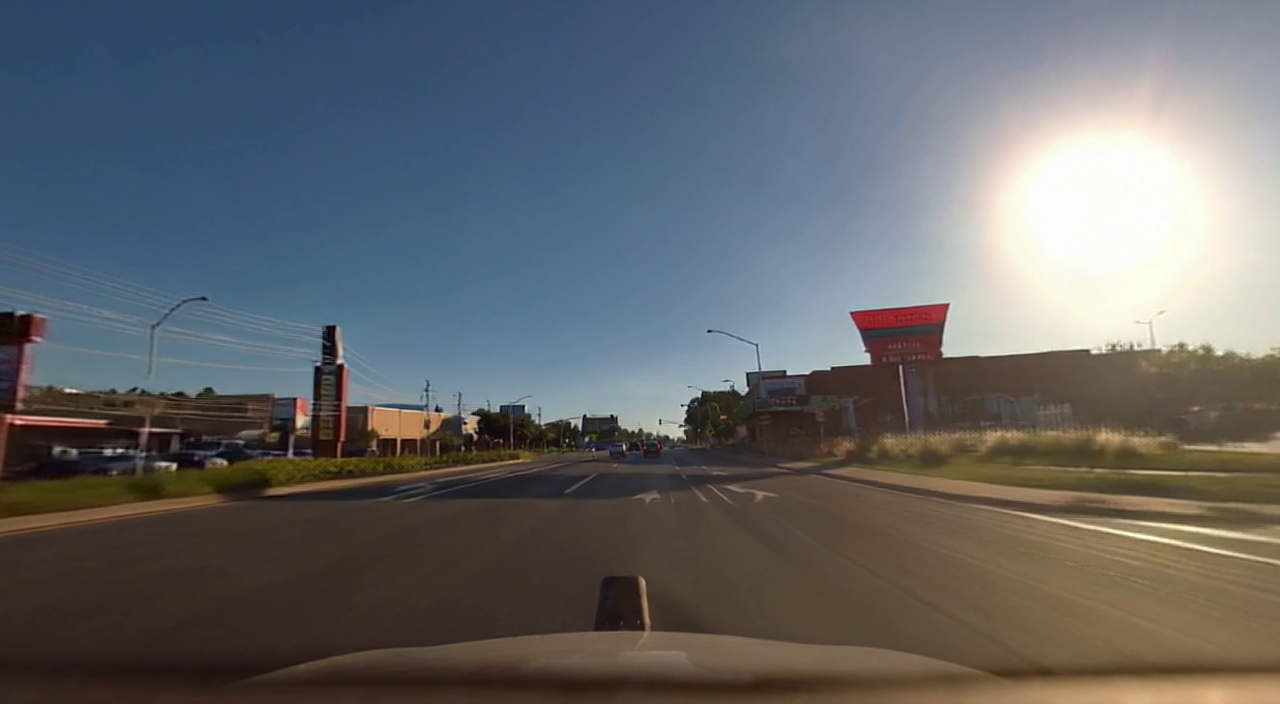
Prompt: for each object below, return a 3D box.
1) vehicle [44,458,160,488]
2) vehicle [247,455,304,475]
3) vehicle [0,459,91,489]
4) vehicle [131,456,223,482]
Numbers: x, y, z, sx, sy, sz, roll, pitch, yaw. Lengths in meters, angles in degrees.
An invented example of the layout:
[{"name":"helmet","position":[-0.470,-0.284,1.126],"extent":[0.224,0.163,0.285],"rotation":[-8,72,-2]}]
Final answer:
[{"name":"vehicle","position":[-29.319,6.597,34.700],"extent":[1.920,1.442,4.998],"rotation":[-1,-9,2]},{"name":"vehicle","position":[-28.692,8.888,49.913],"extent":[1.882,1.401,4.476],"rotation":[0,-9,-1]},{"name":"vehicle","position":[-31.826,6.447,33.581],"extent":[1.815,1.401,3.775],"rotation":[-1,-9,2]},{"name":"vehicle","position":[-29.276,7.391,40.191],"extent":[1.960,1.478,4.949],"rotation":[-1,-9,3]}]
